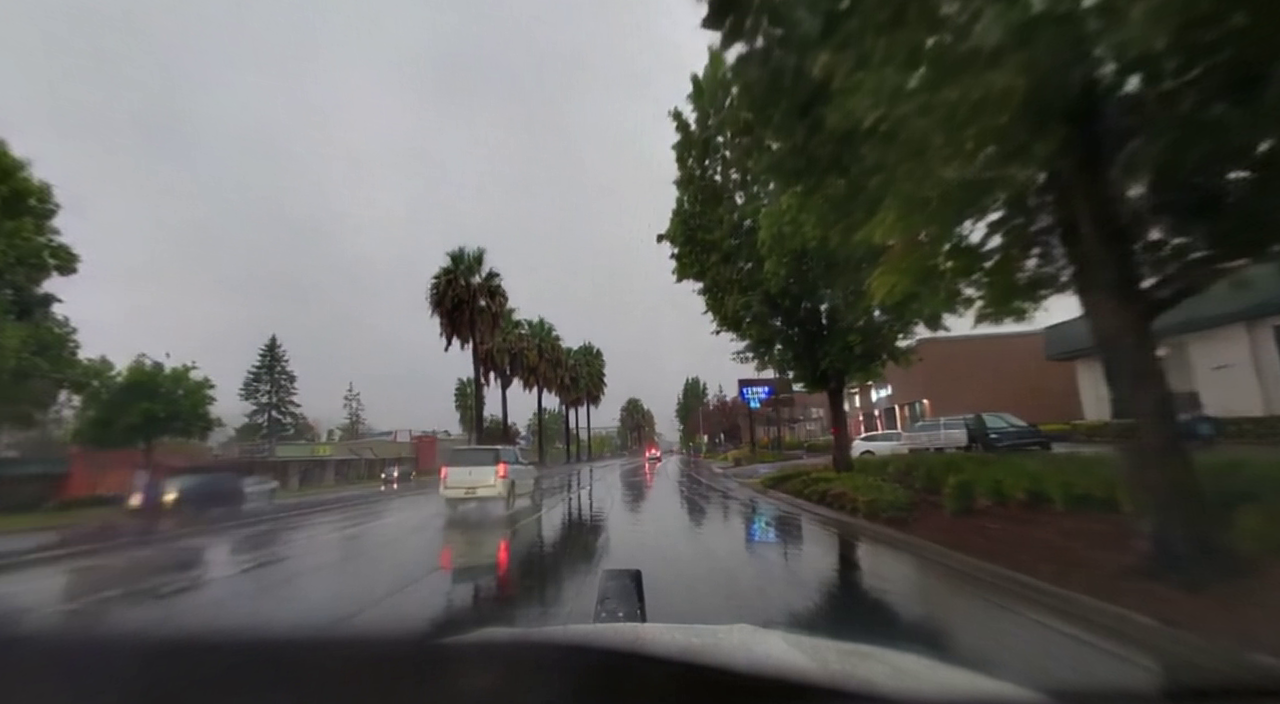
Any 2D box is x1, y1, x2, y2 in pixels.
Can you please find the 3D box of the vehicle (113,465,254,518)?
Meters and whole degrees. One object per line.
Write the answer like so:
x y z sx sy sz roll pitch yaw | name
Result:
-18.567 5.657 26.074 2.073 1.829 4.870 0 -9 1 | vehicle

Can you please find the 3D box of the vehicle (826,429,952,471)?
10.833 4.300 27.762 4.577 1.750 2.115 0 -9 0 | vehicle

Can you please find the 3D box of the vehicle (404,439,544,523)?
-3.862 3.073 15.692 2.147 1.745 4.648 0 -9 1 | vehicle
